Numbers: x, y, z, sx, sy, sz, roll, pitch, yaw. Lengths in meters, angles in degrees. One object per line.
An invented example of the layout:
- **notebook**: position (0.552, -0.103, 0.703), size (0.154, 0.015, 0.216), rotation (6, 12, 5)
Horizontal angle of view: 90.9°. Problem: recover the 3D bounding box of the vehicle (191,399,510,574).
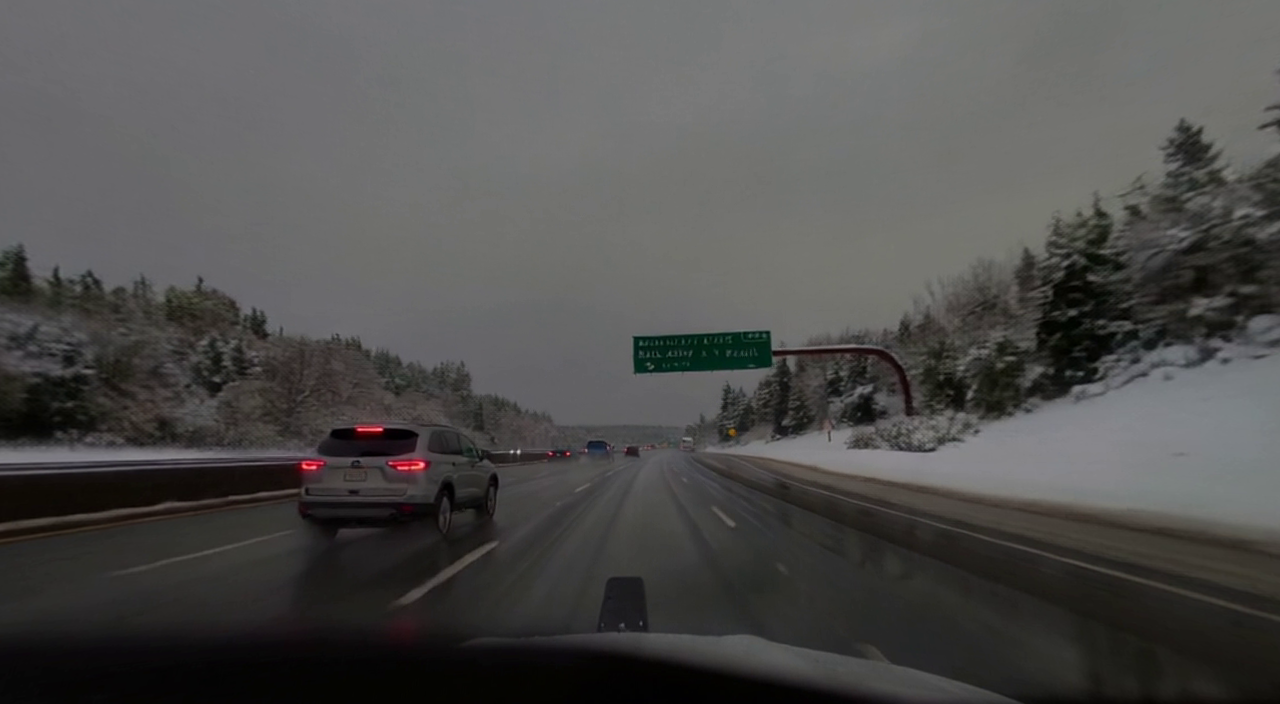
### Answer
- **vehicle**: position (-3.590, 1.795, 9.181), size (2.218, 1.848, 4.789), rotation (0, -9, 2)
